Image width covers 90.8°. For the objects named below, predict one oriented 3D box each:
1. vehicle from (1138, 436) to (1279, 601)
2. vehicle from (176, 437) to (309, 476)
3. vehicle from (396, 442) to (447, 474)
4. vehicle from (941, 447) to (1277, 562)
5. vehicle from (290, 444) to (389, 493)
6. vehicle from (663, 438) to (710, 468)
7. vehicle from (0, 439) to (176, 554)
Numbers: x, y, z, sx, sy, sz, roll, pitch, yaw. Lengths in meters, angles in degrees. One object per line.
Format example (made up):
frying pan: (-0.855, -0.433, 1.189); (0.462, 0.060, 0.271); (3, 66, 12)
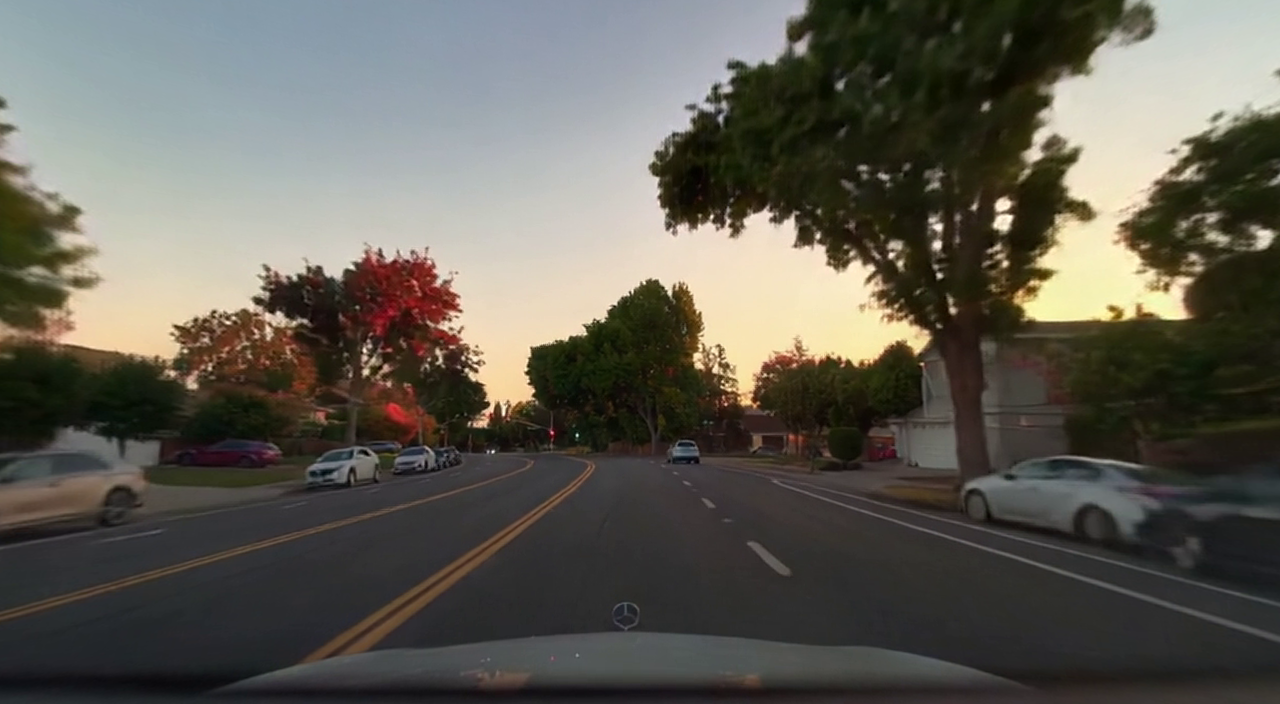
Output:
vehicle: (7.416, 1.536, 5.420); (1.900, 1.634, 5.232); (0, -8, -2)
vehicle: (-19.757, 5.198, 31.657); (5.061, 1.840, 2.236); (1, -9, -9)
vehicle: (-13.486, 6.540, 39.282); (2.146, 1.806, 4.733); (1, -9, -9)
vehicle: (7.534, 2.440, 11.068); (1.966, 1.502, 5.020); (0, -8, -1)
vehicle: (-12.160, 4.706, 25.973); (2.032, 1.773, 4.471); (0, -8, -3)
vehicle: (2.563, 5.736, 36.085); (1.951, 1.620, 4.582); (1, -8, -5)
vehicle: (-11.437, 2.575, 11.749); (2.049, 1.848, 4.693); (0, -8, -1)
